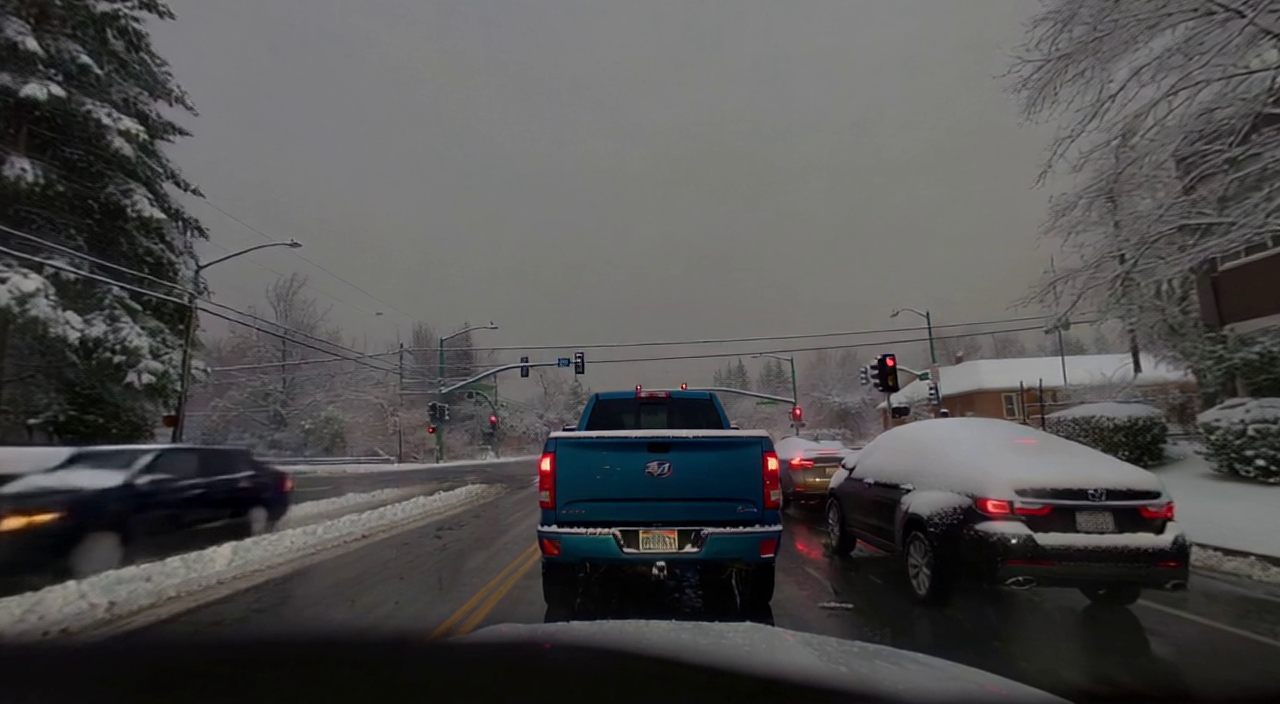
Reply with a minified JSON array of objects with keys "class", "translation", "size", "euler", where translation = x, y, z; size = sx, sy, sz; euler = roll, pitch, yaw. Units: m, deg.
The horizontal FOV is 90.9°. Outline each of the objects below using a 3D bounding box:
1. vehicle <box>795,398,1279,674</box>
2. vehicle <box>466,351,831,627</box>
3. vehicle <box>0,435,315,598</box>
[{"class":"vehicle","translation":[3.332,1.501,6.479],"size":[2.155,1.667,5.162],"euler":[0,-8,0]},{"class":"vehicle","translation":[0.089,1.389,7.382],"size":[2.636,2.011,5.425],"euler":[0,-8,1]},{"class":"vehicle","translation":[-6.345,1.828,7.995],"size":[1.994,1.469,4.367],"euler":[0,-8,2]}]
